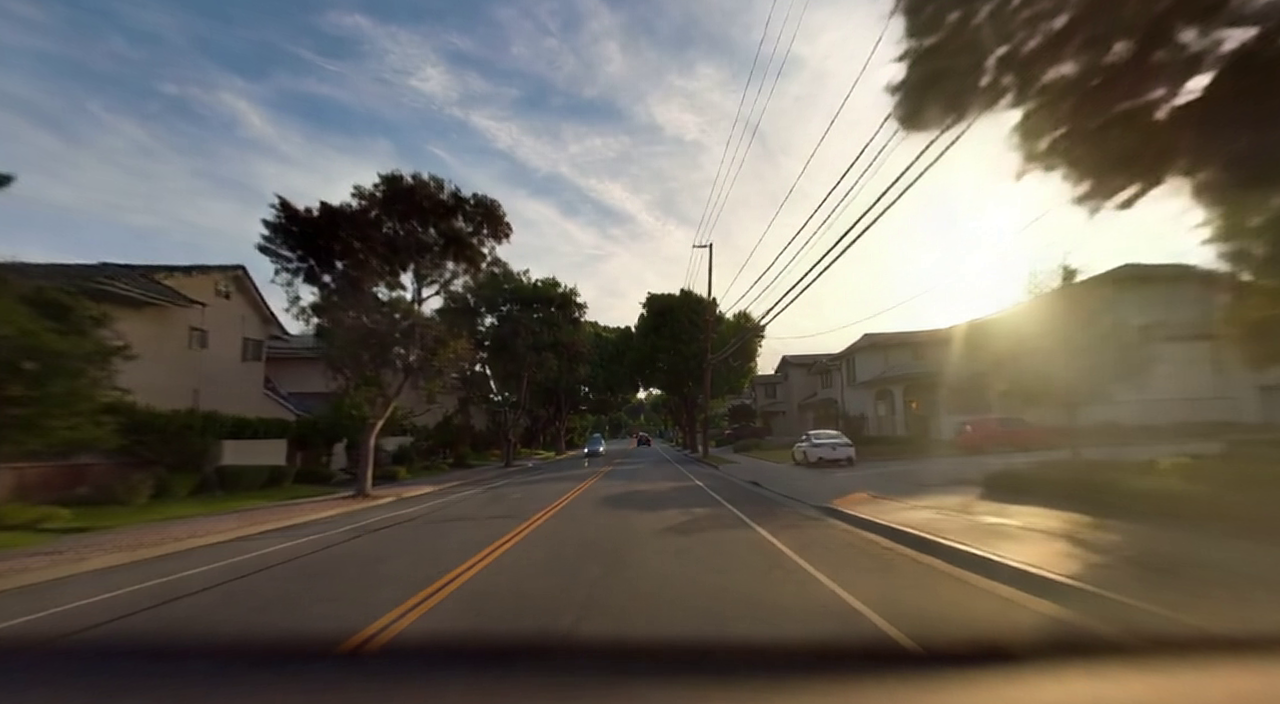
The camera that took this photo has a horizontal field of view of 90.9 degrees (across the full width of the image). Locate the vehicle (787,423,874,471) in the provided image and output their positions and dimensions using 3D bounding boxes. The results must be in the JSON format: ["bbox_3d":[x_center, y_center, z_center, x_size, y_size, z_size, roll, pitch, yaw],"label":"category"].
[{"bbox_3d":[7.163,3.633,24.241,2.071,1.510,4.418,-5,-8,3],"label":"vehicle"}]

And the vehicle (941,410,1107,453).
[{"bbox_3d":[14.316,3.026,23.790,4.848,1.509,1.976,-1,-8,8],"label":"vehicle"}]

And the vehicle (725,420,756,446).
[{"bbox_3d":[7.884,6.383,49.571,1.878,1.743,4.556,-7,-8,4],"label":"vehicle"}]
